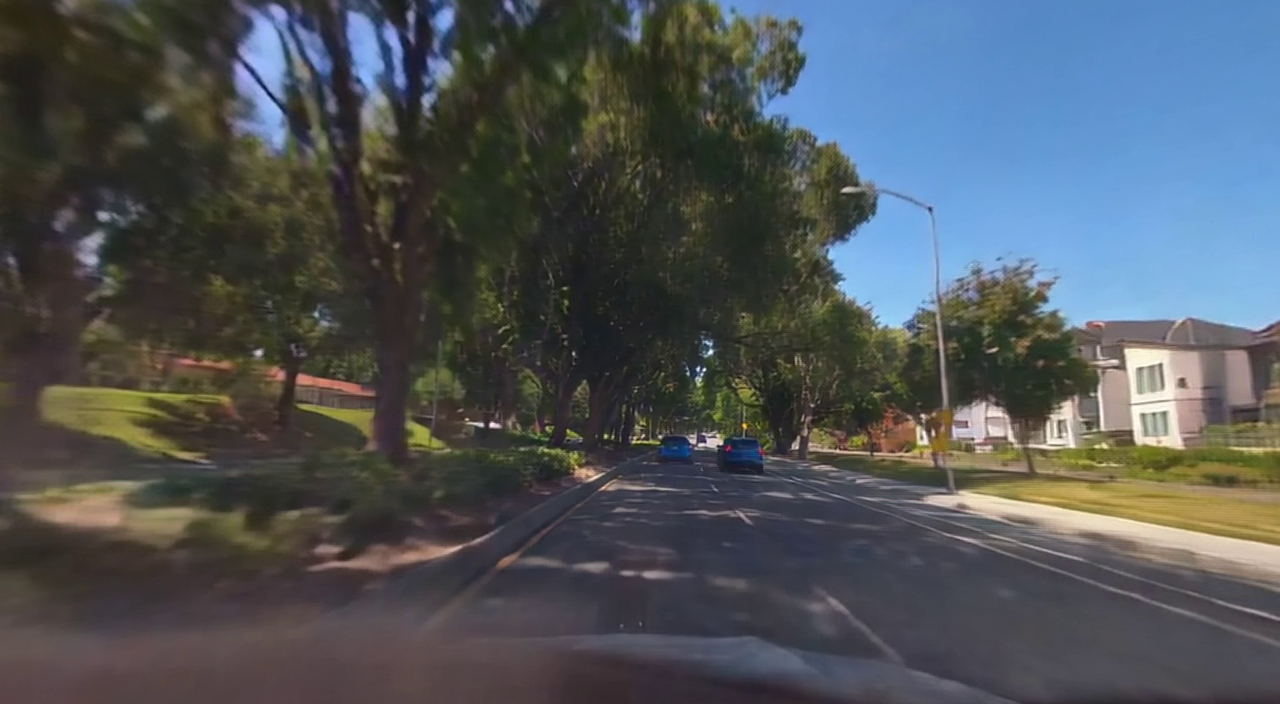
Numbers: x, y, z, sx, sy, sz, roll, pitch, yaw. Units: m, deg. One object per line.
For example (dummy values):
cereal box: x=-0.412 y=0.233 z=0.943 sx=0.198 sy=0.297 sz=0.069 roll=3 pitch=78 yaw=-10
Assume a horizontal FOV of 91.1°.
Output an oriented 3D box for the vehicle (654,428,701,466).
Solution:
vehicle: x=1.934 y=4.928 z=32.714 sx=2.251 sy=1.822 sz=4.391 roll=0 pitch=-8 yaw=3

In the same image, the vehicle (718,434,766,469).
vehicle: x=5.289 y=5.211 z=33.075 sx=1.971 sy=1.663 sz=4.287 roll=0 pitch=-8 yaw=2
